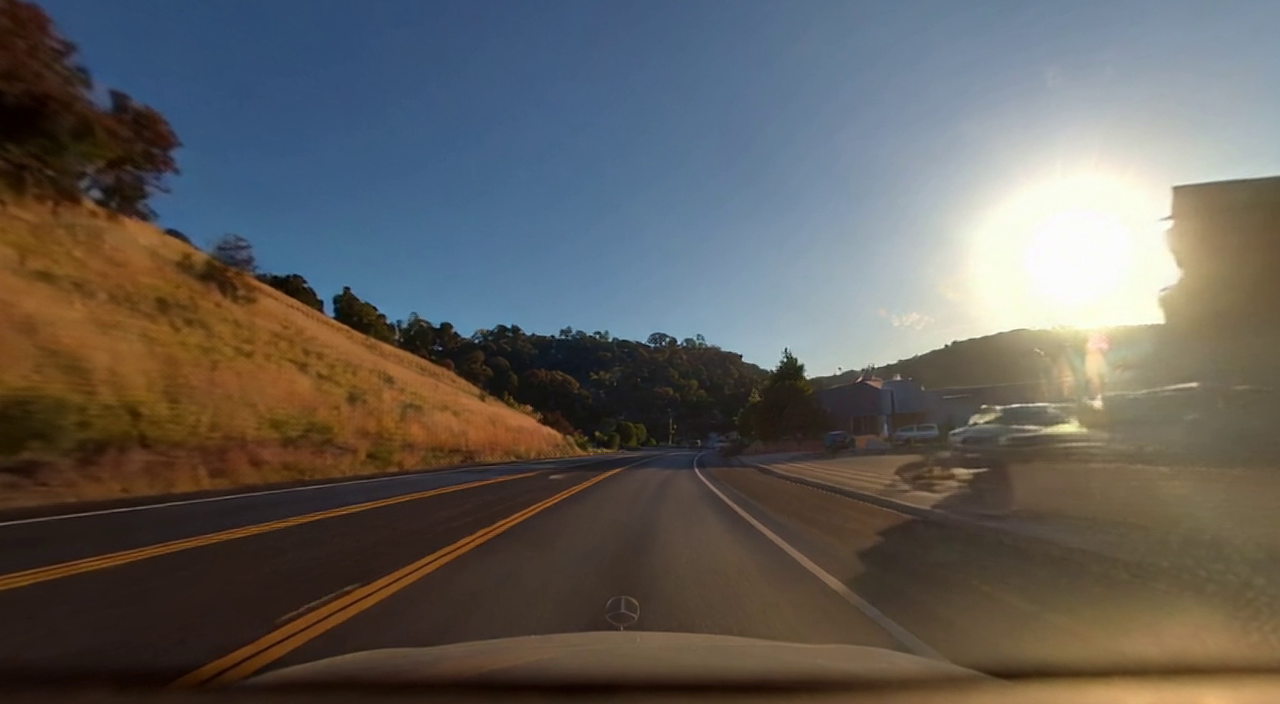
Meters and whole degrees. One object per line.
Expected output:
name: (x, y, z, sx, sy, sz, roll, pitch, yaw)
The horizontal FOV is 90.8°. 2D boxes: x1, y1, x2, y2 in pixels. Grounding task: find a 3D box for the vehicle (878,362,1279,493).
vehicle: (8.365, 1.678, 12.507, 2.216, 1.887, 6.388, 2, -12, -39)
